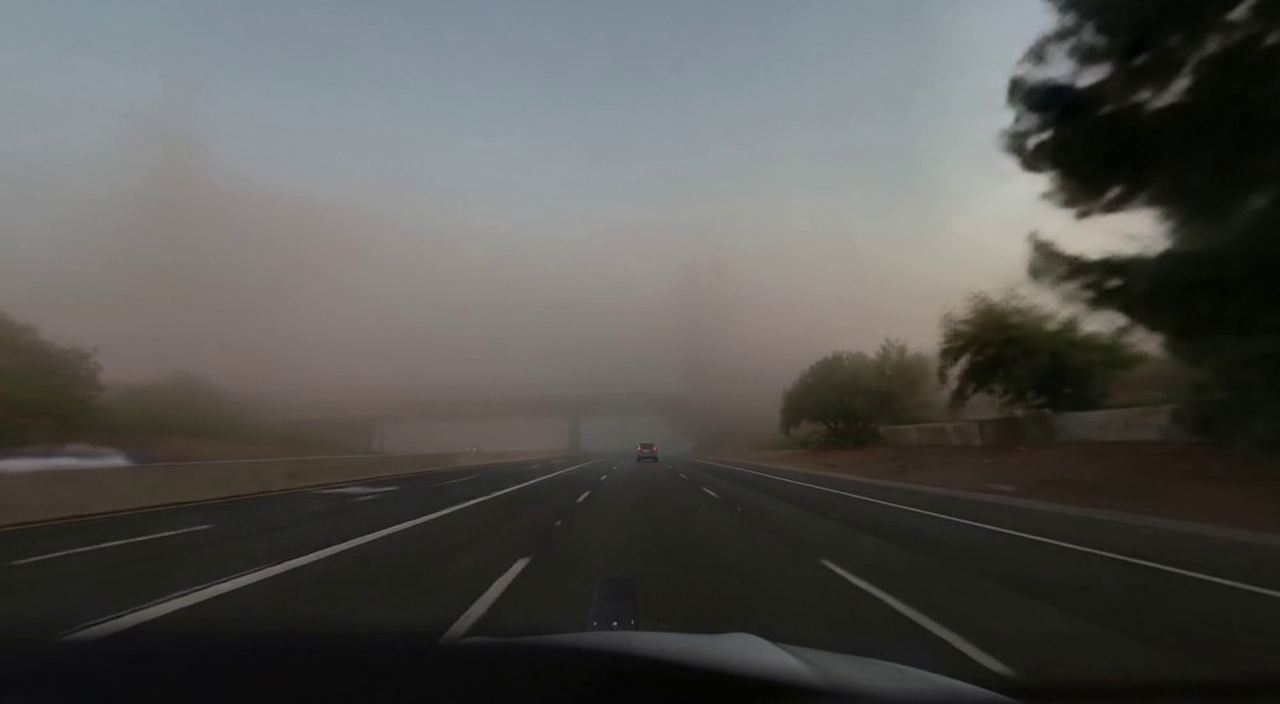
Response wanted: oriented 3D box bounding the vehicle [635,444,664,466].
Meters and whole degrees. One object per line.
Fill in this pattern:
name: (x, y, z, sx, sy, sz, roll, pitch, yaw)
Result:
vehicle: (0.644, 7.254, 44.735, 1.970, 1.477, 4.158, 0, -9, -1)
